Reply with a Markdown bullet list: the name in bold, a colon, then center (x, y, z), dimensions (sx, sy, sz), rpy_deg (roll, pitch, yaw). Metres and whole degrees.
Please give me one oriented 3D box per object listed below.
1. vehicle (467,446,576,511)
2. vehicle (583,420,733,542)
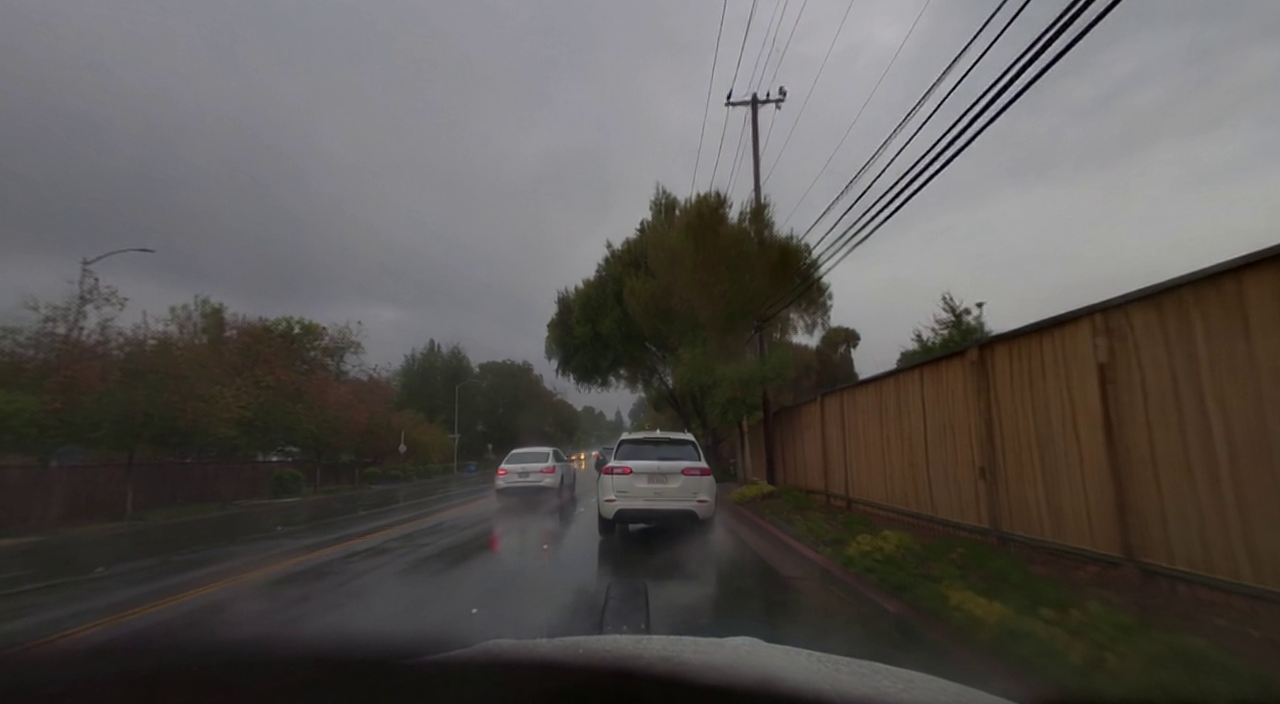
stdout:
- **vehicle**: center (-2.926, 3.214, 16.523), dimensions (1.979, 1.489, 4.006), rpy_deg (0, -9, 1)
- **vehicle**: center (0.290, 2.180, 11.274), dimensions (2.174, 1.749, 4.113), rpy_deg (0, -9, 1)
